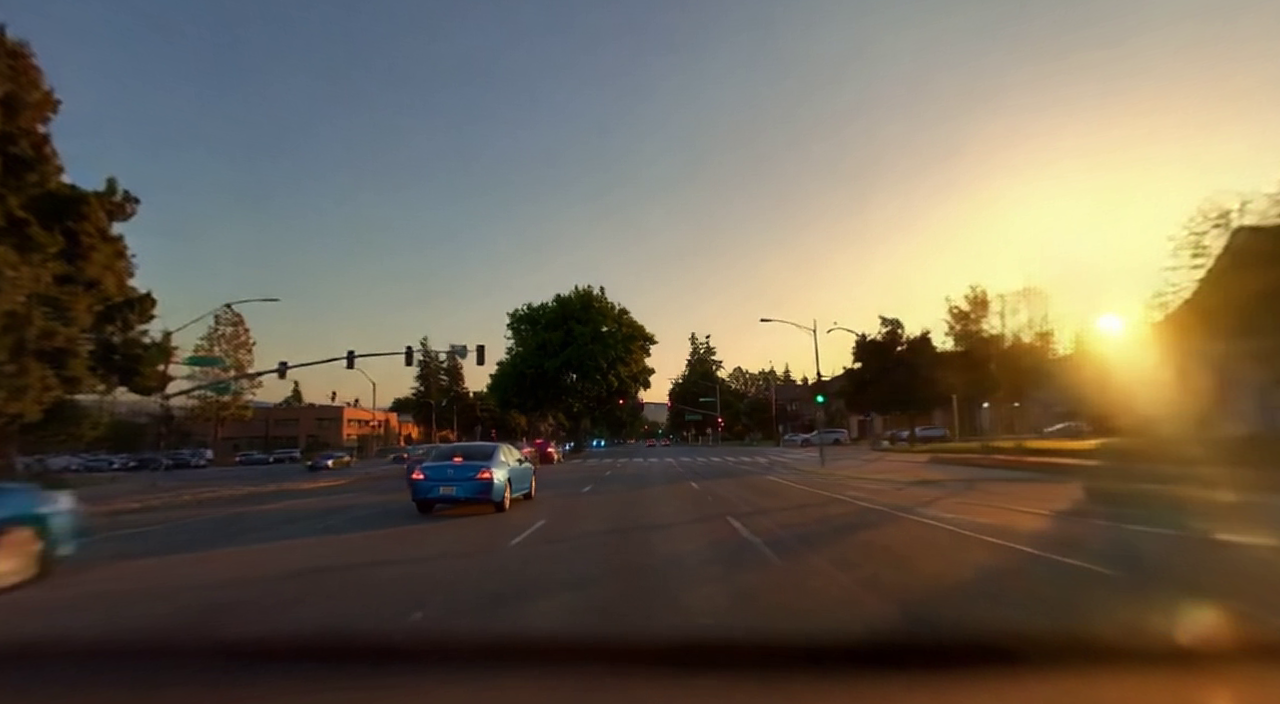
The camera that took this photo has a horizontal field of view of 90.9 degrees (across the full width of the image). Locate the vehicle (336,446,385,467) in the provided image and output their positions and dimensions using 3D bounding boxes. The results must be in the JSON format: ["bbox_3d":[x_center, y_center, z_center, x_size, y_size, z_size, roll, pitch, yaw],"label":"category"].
[{"bbox_3d":[-21.428,8.038,48.541,1.755,1.538,4.329,0,-9,1],"label":"vehicle"}]

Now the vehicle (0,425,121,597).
[{"bbox_3d":[-6.657,1.228,4.395,2.027,1.501,4.707,0,-9,1],"label":"vehicle"}]

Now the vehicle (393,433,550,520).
[{"bbox_3d":[-3.204,2.462,13.039,1.924,1.480,4.421,0,-9,1],"label":"vehicle"}]
